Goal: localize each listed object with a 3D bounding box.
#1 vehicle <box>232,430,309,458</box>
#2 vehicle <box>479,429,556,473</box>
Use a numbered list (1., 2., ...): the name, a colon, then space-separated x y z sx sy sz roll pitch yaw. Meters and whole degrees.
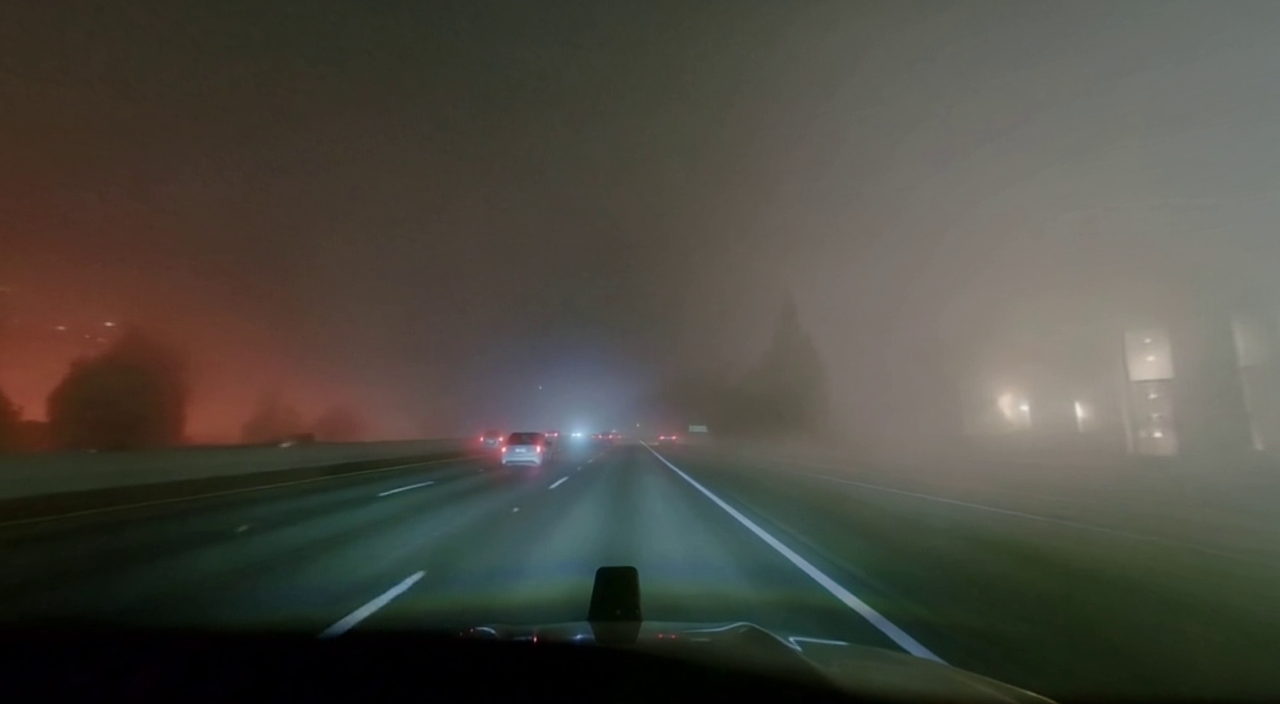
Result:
1. vehicle: -20.891 5.207 35.716 1.847 1.522 4.153 0 -8 0
2. vehicle: -4.455 3.669 23.611 1.996 1.490 4.571 0 -8 0
